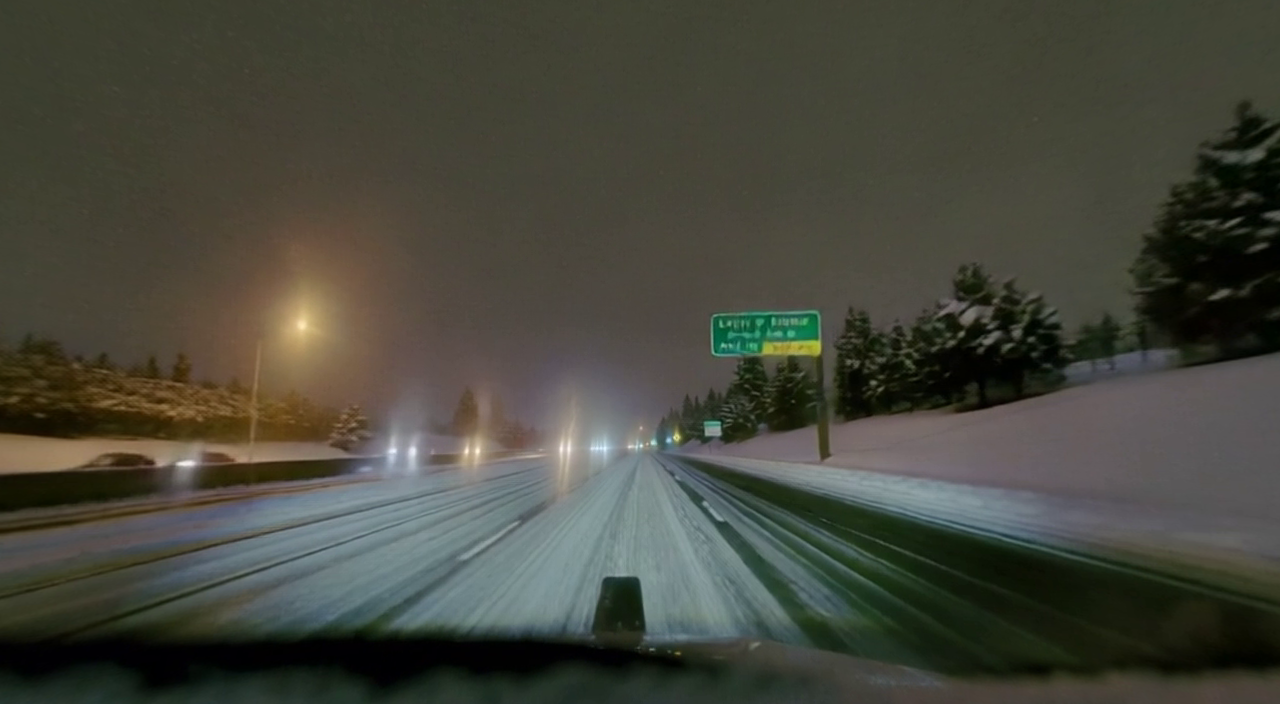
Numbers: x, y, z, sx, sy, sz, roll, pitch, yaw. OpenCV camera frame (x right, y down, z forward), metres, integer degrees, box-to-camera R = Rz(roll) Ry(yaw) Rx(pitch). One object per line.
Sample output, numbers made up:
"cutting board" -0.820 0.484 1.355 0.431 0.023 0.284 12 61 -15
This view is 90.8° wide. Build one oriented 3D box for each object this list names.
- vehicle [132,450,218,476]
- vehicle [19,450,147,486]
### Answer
"vehicle" -28.909 6.883 39.469 1.940 1.463 4.480 0 -8 0
"vehicle" -25.002 5.177 28.564 1.798 1.457 4.291 0 -8 1
